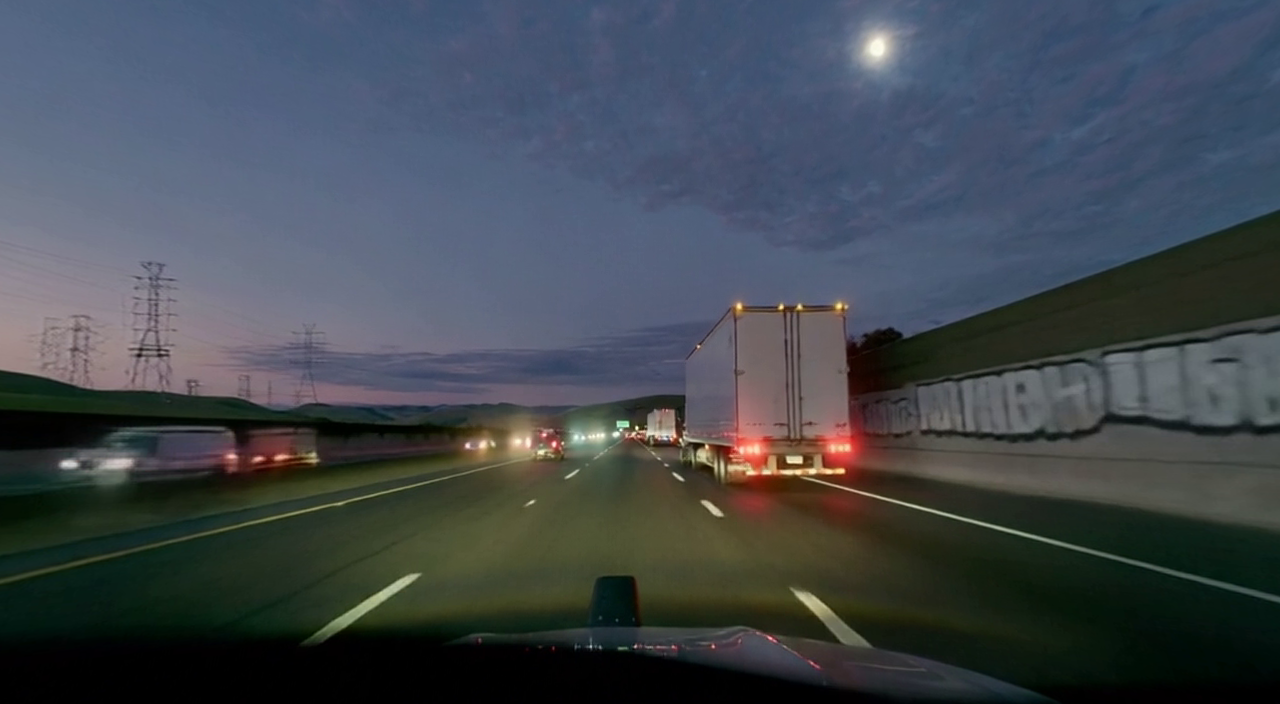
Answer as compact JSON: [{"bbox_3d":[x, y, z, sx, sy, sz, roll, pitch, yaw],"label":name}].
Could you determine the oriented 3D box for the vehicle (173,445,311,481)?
[{"bbox_3d":[-19.859,5.550,32.057,2.452,1.504,7.142,0,-8,-1],"label":"vehicle"}]

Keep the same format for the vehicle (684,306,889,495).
[{"bbox_3d":[3.347,1.690,18.372,3.060,3.842,11.095,0,-8,-1],"label":"vehicle"}]

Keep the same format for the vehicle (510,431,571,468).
[{"bbox_3d":[-4.290,4.267,27.882,1.965,1.486,4.448,0,-8,0],"label":"vehicle"}]

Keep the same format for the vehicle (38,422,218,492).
[{"bbox_3d":[-19.691,4.041,24.755,2.276,2.402,5.767,0,-8,-1],"label":"vehicle"}]
